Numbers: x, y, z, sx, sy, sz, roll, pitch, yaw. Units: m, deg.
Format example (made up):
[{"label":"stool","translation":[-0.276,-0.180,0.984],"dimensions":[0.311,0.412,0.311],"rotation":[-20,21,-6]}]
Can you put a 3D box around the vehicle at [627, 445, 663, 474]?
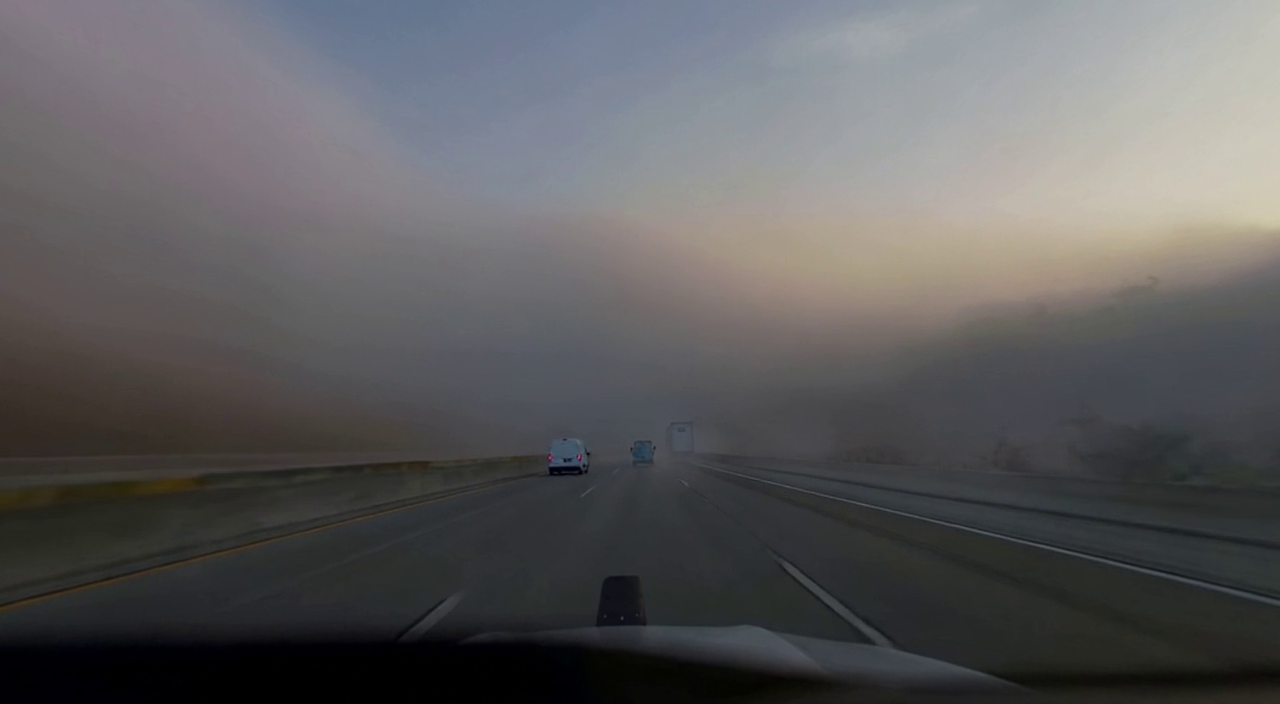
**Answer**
[{"label":"vehicle","translation":[0.336,6.957,40.845],"dimensions":[2.166,1.747,4.299],"rotation":[0,-9,1]}]

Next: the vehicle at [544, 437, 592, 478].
[{"label":"vehicle","translation":[-3.778,5.700,34.084],"dimensions":[1.955,2.004,4.792],"rotation":[0,-9,1]}]
